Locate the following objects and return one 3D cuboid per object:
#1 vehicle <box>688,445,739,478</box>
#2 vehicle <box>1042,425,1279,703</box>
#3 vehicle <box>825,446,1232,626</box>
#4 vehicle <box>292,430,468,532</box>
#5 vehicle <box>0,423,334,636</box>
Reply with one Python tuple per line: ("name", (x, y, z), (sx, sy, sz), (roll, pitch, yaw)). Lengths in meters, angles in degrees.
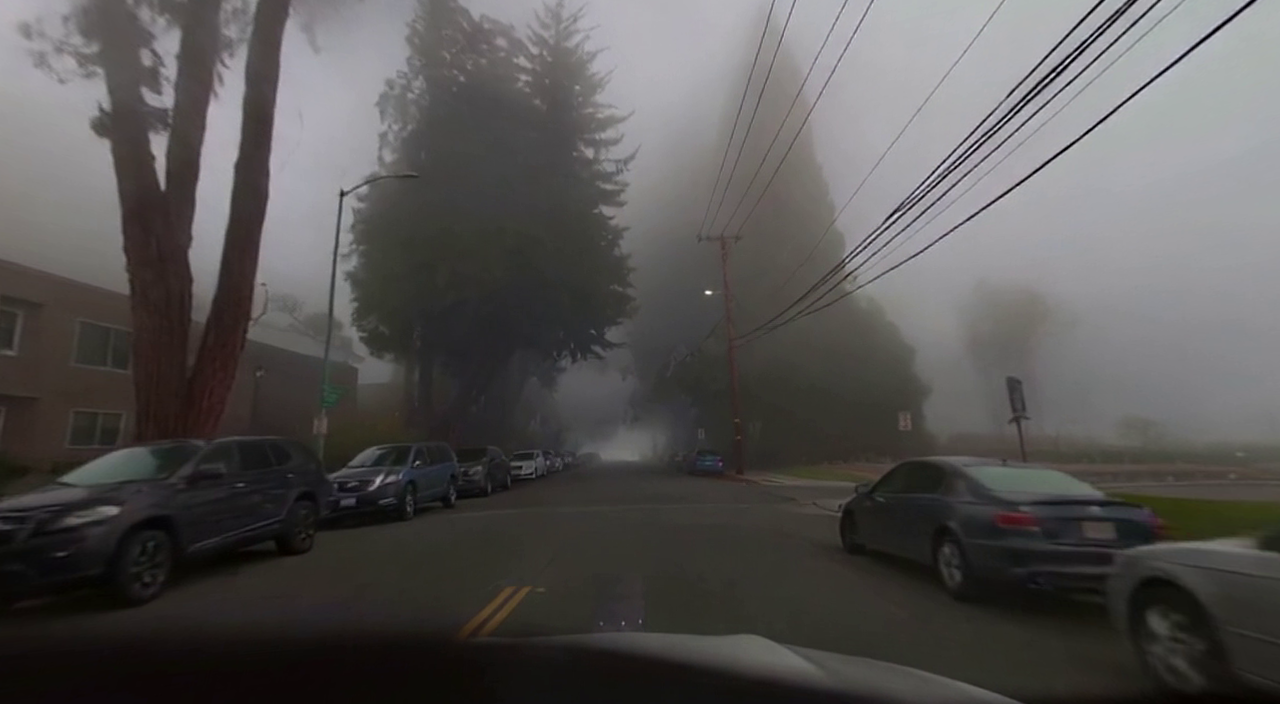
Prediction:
("vehicle", (4.000, 6.029, 34.817), (2.328, 1.730, 4.225), (0, -9, 0))
("vehicle", (3.821, 0.973, 2.111), (1.868, 1.494, 4.652), (0, -9, 0))
("vehicle", (3.818, 1.823, 7.271), (1.901, 1.439, 4.131), (0, -9, -3))
("vehicle", (-6.235, 3.169, 15.995), (2.120, 1.989, 5.616), (-3, -10, 0))
("vehicle", (-6.192, 1.957, 8.140), (2.056, 1.876, 4.824), (-2, -8, 0))
